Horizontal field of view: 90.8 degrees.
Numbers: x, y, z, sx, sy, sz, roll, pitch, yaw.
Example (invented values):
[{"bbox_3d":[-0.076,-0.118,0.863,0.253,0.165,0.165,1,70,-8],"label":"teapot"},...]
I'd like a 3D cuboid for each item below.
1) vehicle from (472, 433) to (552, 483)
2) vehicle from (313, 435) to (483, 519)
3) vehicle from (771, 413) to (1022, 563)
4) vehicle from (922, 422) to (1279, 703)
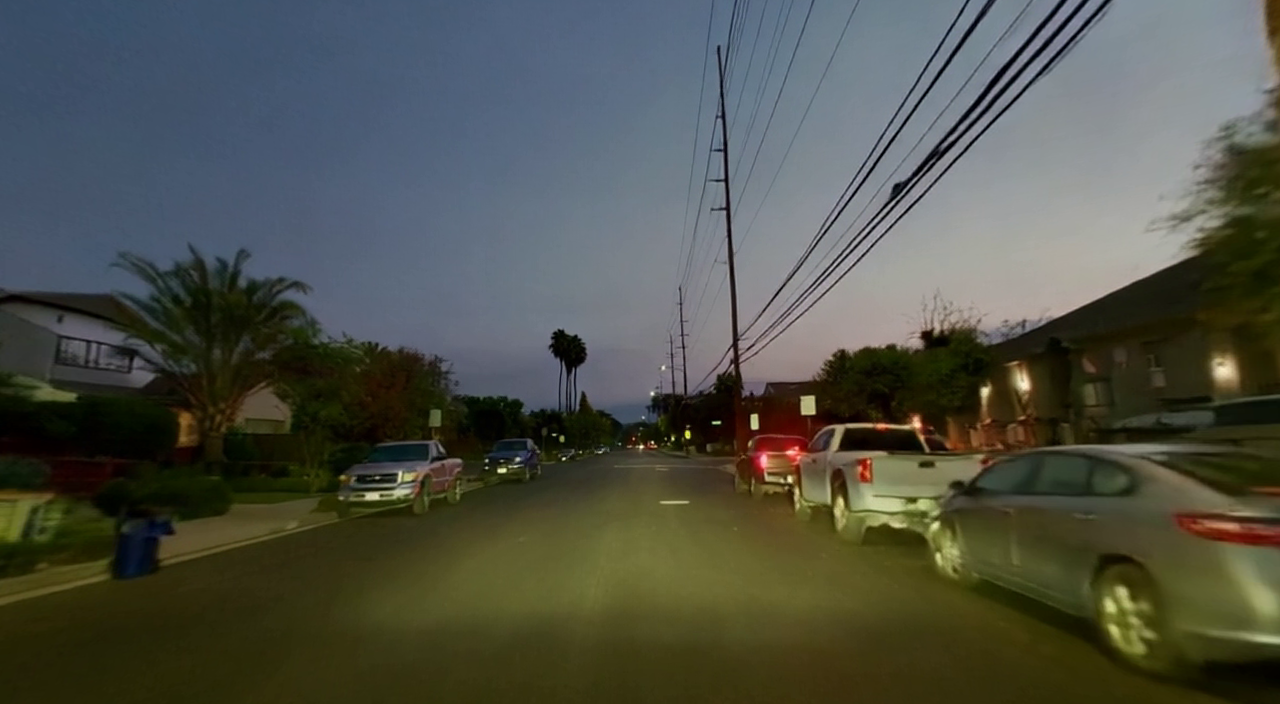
[{"bbox_3d":[-5.724,4.844,29.183,2.455,2.045,6.171,0,-8,0],"label":"vehicle"},{"bbox_3d":[-5.762,3.020,15.885,2.226,1.768,4.780,0,-8,2],"label":"vehicle"},{"bbox_3d":[3.520,1.953,9.850,1.979,1.762,4.621,0,-8,0],"label":"vehicle"},{"bbox_3d":[3.850,1.317,4.509,1.854,1.493,3.880,0,-8,0],"label":"vehicle"}]
